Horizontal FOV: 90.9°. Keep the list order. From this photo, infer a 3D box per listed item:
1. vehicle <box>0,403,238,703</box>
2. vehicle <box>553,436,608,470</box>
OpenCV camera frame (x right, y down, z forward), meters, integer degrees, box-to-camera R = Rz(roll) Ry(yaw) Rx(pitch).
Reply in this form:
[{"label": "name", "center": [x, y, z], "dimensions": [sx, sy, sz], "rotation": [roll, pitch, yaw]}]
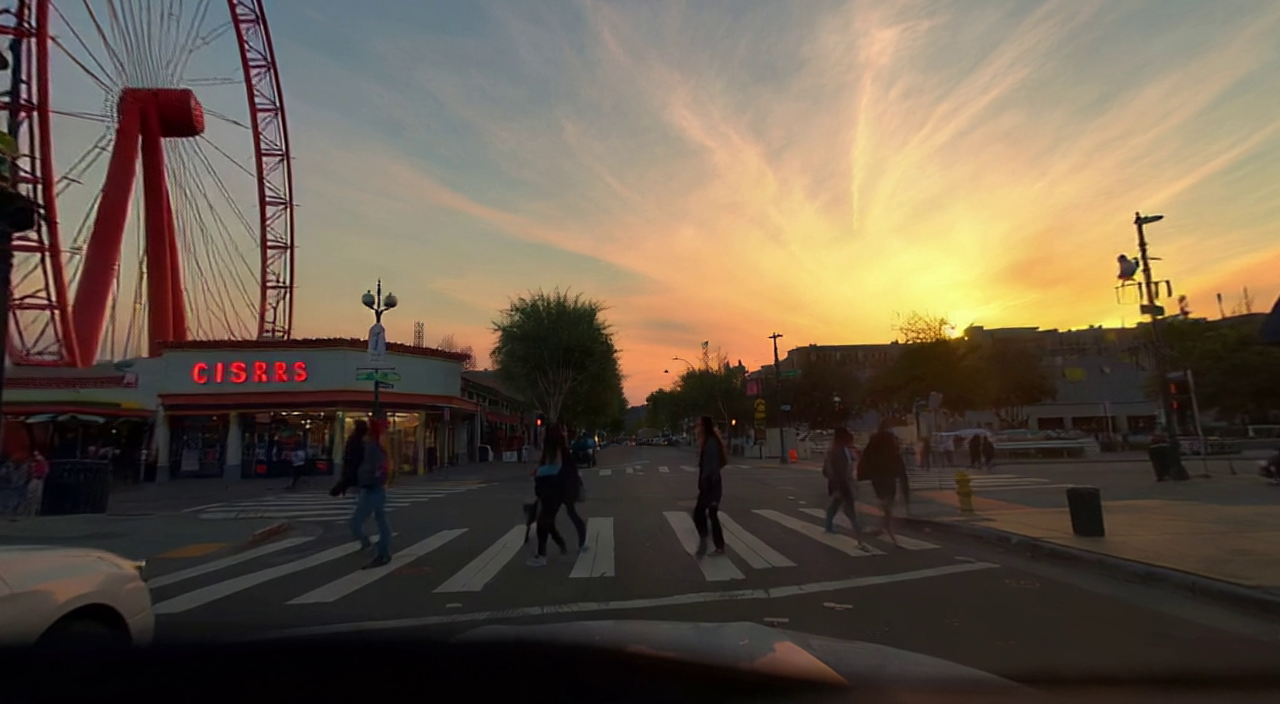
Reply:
[{"label": "vehicle", "center": [-3.366, 0.787, 1.188], "dimensions": [1.940, 1.505, 4.676], "rotation": [-1, -9, 3]}, {"label": "vehicle", "center": [-3.914, 6.401, 40.240], "dimensions": [2.549, 2.000, 5.699], "rotation": [2, -9, -15]}]
